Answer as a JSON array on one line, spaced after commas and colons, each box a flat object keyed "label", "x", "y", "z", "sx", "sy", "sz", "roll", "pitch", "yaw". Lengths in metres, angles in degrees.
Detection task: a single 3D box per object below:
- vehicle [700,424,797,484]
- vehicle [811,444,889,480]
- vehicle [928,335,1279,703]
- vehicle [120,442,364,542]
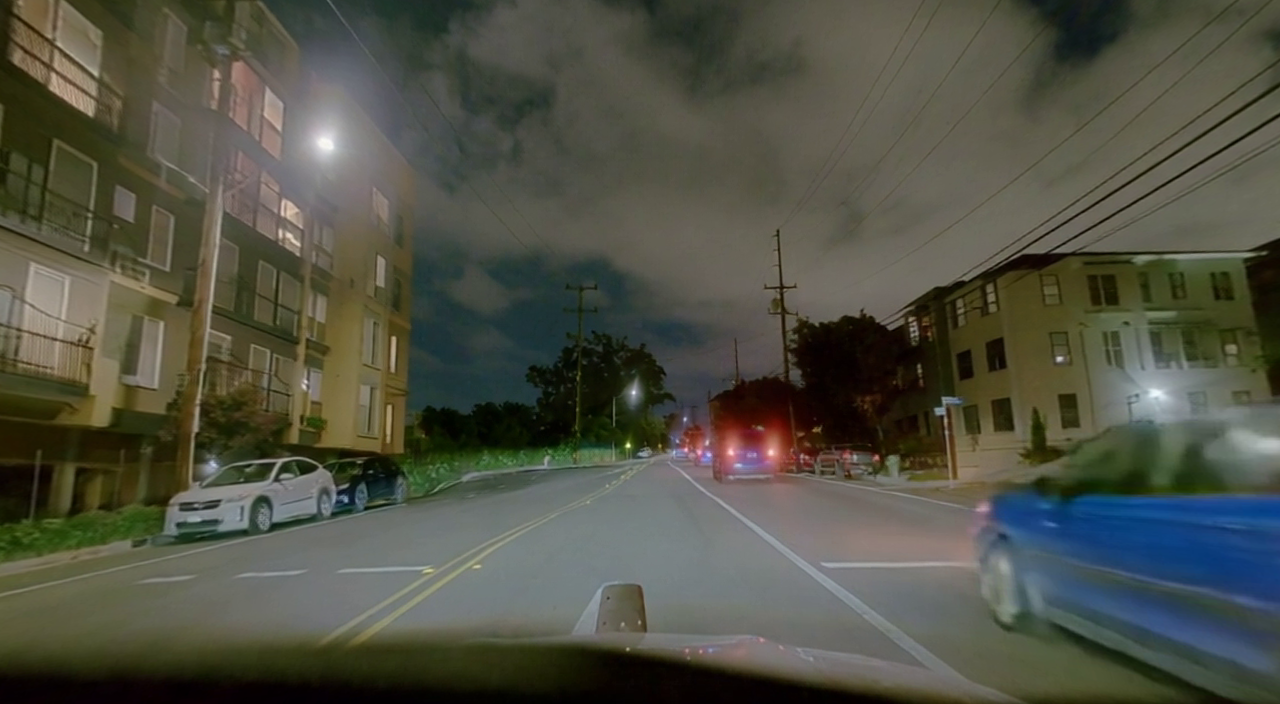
[{"label": "vehicle", "x": 3.601, "y": 3.541, "z": 21.970, "sx": 2.368, "sy": 1.840, "sz": 4.896, "roll": 0, "pitch": -8, "yaw": -2}, {"label": "vehicle", "x": 9.418, "y": 4.950, "z": 28.602, "sx": 1.935, "sy": 1.478, "sz": 4.711, "roll": 0, "pitch": -8, "yaw": 0}, {"label": "vehicle", "x": 3.520, "y": 0.865, "z": 2.727, "sx": 2.306, "sy": 1.719, "sz": 4.805, "roll": 0, "pitch": -8, "yaw": 1}, {"label": "vehicle", "x": -8.459, "y": 2.960, "z": 14.078, "sx": 2.381, "sy": 1.825, "sz": 4.652, "roll": 0, "pitch": -8, "yaw": 0}]
